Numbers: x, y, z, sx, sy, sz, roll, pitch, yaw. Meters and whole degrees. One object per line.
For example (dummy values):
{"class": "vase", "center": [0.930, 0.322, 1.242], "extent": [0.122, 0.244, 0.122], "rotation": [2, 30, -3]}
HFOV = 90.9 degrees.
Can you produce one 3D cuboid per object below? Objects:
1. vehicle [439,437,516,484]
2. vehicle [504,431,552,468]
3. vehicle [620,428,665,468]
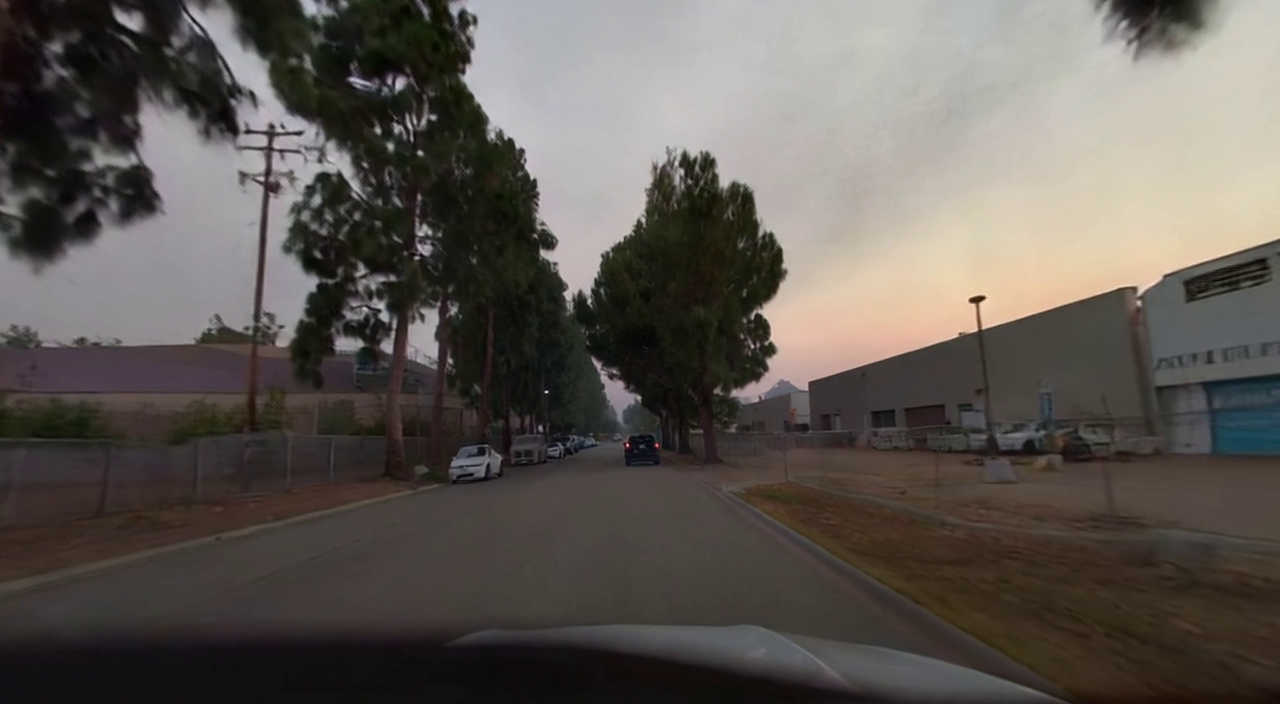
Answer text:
{"class": "vehicle", "center": [-6.089, 4.153, 24.086], "extent": [1.938, 1.500, 4.130], "rotation": [-3, -10, -2]}
{"class": "vehicle", "center": [-6.673, 5.899, 38.052], "extent": [2.005, 1.989, 4.929], "rotation": [-3, -9, 0]}
{"class": "vehicle", "center": [0.108, 4.893, 32.308], "extent": [2.152, 1.874, 4.042], "rotation": [0, -8, 0]}
